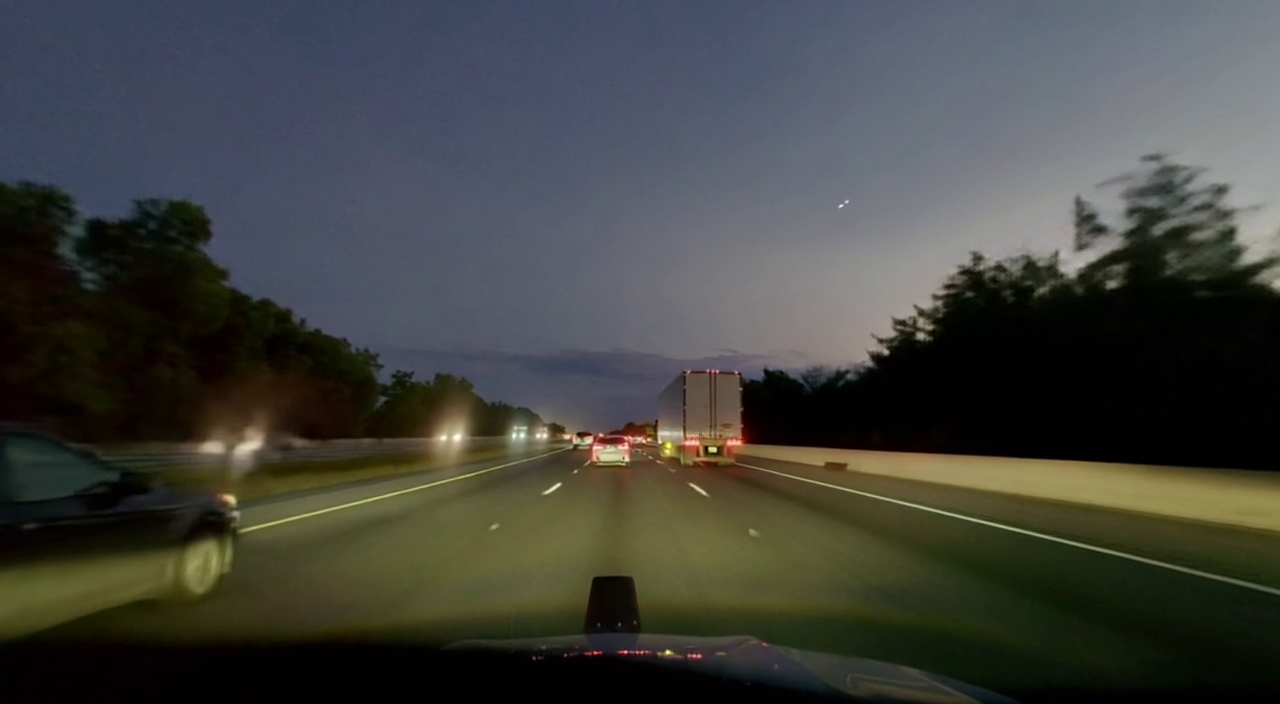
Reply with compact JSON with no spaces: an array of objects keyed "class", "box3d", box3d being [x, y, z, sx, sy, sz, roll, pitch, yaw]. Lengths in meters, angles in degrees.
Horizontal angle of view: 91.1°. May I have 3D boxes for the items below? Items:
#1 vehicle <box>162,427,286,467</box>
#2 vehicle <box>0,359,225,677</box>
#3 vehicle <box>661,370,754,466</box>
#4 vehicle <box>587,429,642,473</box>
[{"class":"vehicle","box3d":[-17.588,4.051,26.899,2.131,1.536,4.656,0,-8,0]},{"class":"vehicle","box3d":[-4.581,0.822,2.810,2.264,1.699,4.648,0,-8,0]},{"class":"vehicle","box3d":[3.114,3.828,34.253,2.946,4.111,14.652,0,-8,-2]},{"class":"vehicle","box3d":[-0.996,3.936,25.194,2.048,1.563,4.087,0,-8,-2]}]
